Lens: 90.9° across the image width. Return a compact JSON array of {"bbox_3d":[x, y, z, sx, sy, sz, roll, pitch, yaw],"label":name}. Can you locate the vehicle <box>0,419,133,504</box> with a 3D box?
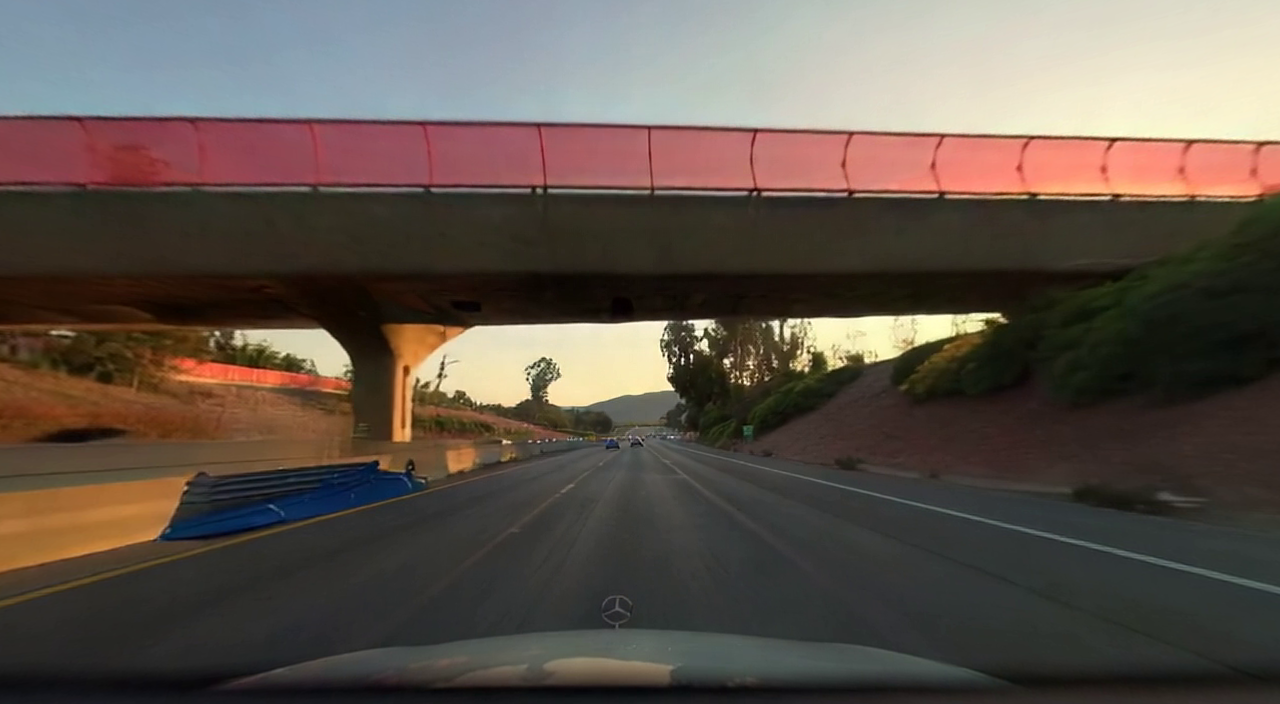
[{"bbox_3d":[-15.675,2.688,15.740,2.067,1.946,4.734,0,-8,0],"label":"vehicle"}]
